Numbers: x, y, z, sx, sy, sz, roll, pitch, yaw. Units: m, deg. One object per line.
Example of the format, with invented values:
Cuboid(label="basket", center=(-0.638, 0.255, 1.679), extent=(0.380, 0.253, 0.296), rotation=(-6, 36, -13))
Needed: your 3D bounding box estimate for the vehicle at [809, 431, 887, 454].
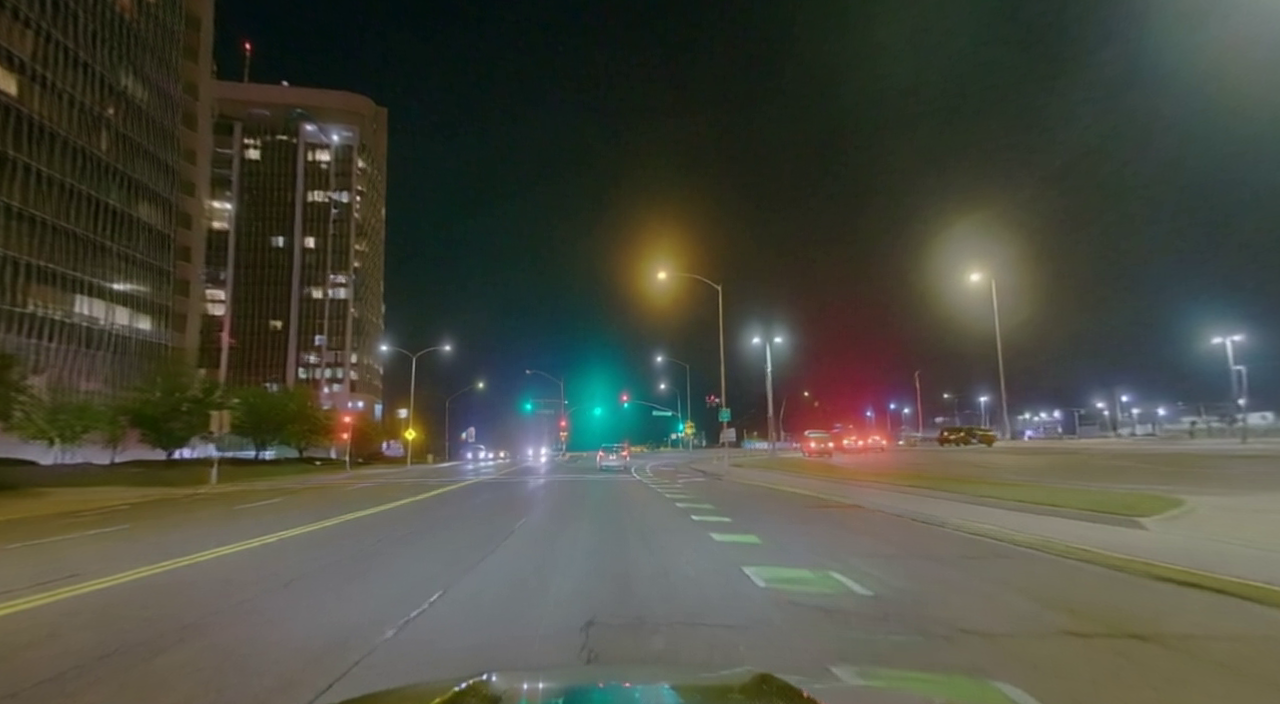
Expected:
Cuboid(label="vehicle", center=(13.616, 5.941, 41.473), extent=(4.486, 1.494, 1.802), rotation=(0, -8, 3))

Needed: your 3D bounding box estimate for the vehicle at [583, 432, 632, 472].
Cuboid(label="vehicle", center=(-1.522, 4.867, 30.897), extent=(2.230, 1.827, 4.298), rotation=(0, -8, -1))
